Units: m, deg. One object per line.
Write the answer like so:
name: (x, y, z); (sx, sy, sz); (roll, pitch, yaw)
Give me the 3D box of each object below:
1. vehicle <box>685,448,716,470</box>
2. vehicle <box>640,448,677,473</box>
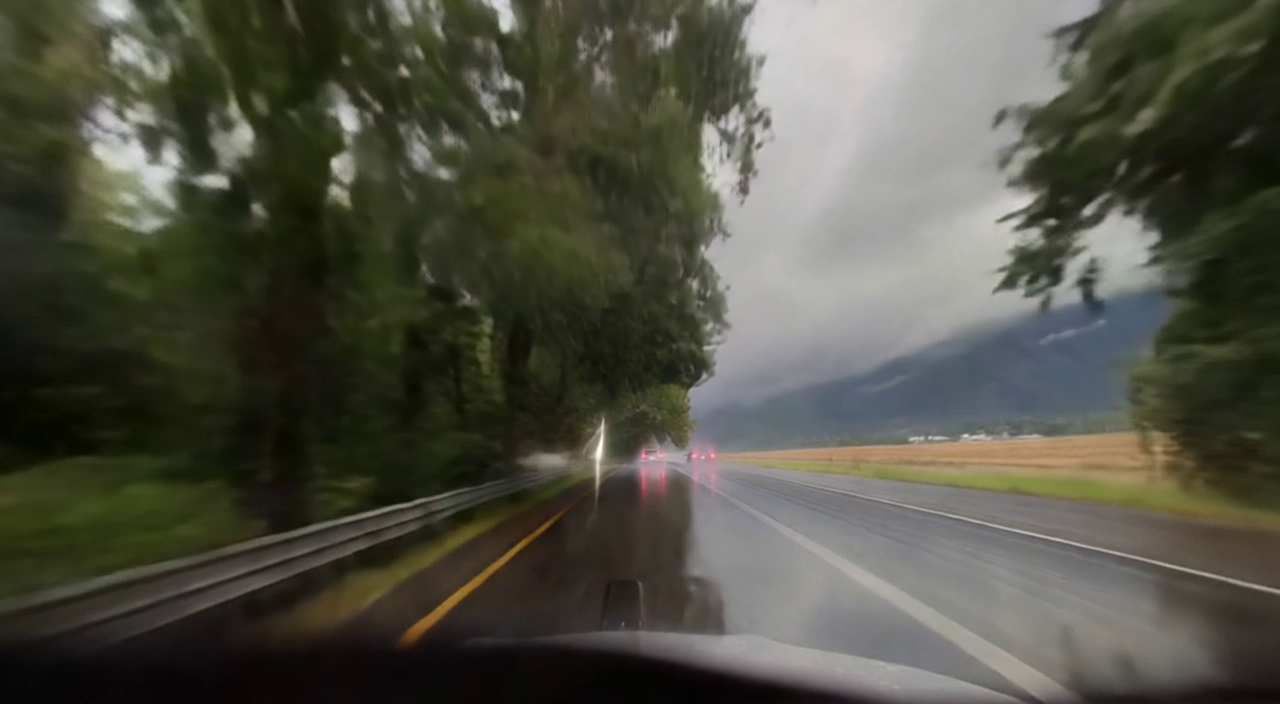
vehicle: (4.489, 7.939, 46.909); (1.846, 1.485, 3.679); (0, -9, -1)
vehicle: (1.128, 6.880, 40.134); (2.162, 1.492, 3.975); (0, -9, 0)
